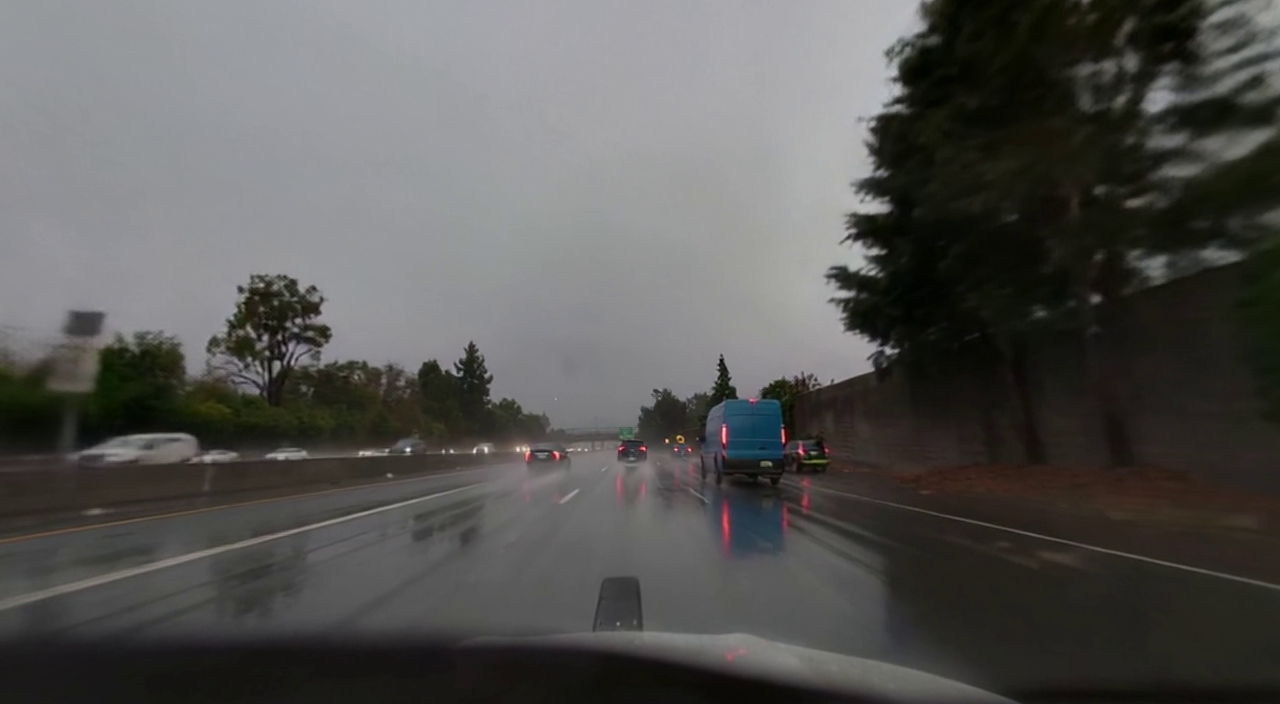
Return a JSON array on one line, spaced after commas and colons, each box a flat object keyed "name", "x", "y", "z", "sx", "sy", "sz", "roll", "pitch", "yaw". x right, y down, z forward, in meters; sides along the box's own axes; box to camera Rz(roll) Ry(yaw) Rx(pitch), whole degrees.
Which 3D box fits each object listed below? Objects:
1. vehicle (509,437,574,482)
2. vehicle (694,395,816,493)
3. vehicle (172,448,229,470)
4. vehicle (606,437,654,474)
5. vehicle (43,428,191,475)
[{"name": "vehicle", "x": -4.046, "y": 4.482, "z": 26.706, "sx": 2.023, "sy": 1.709, "sz": 4.263, "roll": 0, "pitch": -8, "yaw": 0}, {"name": "vehicle", "x": 3.489, "y": 3.055, "z": 20.985, "sx": 2.631, "sy": 2.709, "sz": 6.496, "roll": 0, "pitch": -8, "yaw": -2}, {"name": "vehicle", "x": -28.753, "y": 6.982, "z": 41.424, "sx": 1.469, "sy": 1.316, "sz": 3.179, "roll": 0, "pitch": -8, "yaw": 0}, {"name": "vehicle", "x": -0.545, "y": 5.351, "z": 32.857, "sx": 2.297, "sy": 1.783, "sz": 4.355, "roll": 0, "pitch": -8, "yaw": -1}, {"name": "vehicle", "x": -17.260, "y": 3.309, "z": 21.105, "sx": 1.932, "sy": 1.435, "sz": 3.510, "roll": 0, "pitch": -8, "yaw": -1}]
